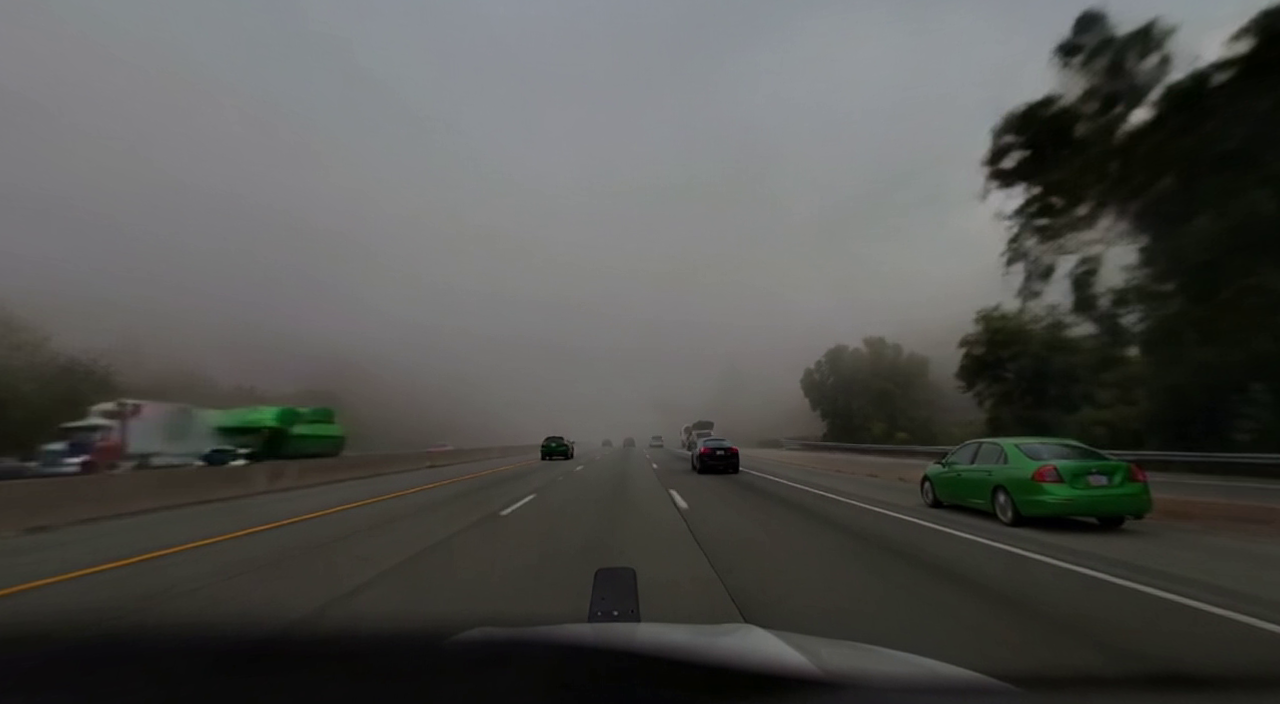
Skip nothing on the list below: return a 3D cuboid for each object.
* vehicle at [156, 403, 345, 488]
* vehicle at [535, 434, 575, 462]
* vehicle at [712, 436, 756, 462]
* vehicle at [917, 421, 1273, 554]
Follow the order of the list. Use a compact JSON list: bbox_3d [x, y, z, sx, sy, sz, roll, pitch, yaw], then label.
[{"bbox_3d":[-13.688,3.361,23.023,2.436,2.595,7.097,0,-8,-1],"label":"vehicle"},{"bbox_3d":[-5.112,5.797,38.306,1.966,1.570,3.859,0,-8,-1],"label":"vehicle"},{"bbox_3d":[5.512,5.719,37.424,1.920,1.436,3.890,0,-8,-2],"label":"vehicle"},{"bbox_3d":[6.129,1.823,9.334,2.028,1.488,4.236,0,-8,-1],"label":"vehicle"}]
